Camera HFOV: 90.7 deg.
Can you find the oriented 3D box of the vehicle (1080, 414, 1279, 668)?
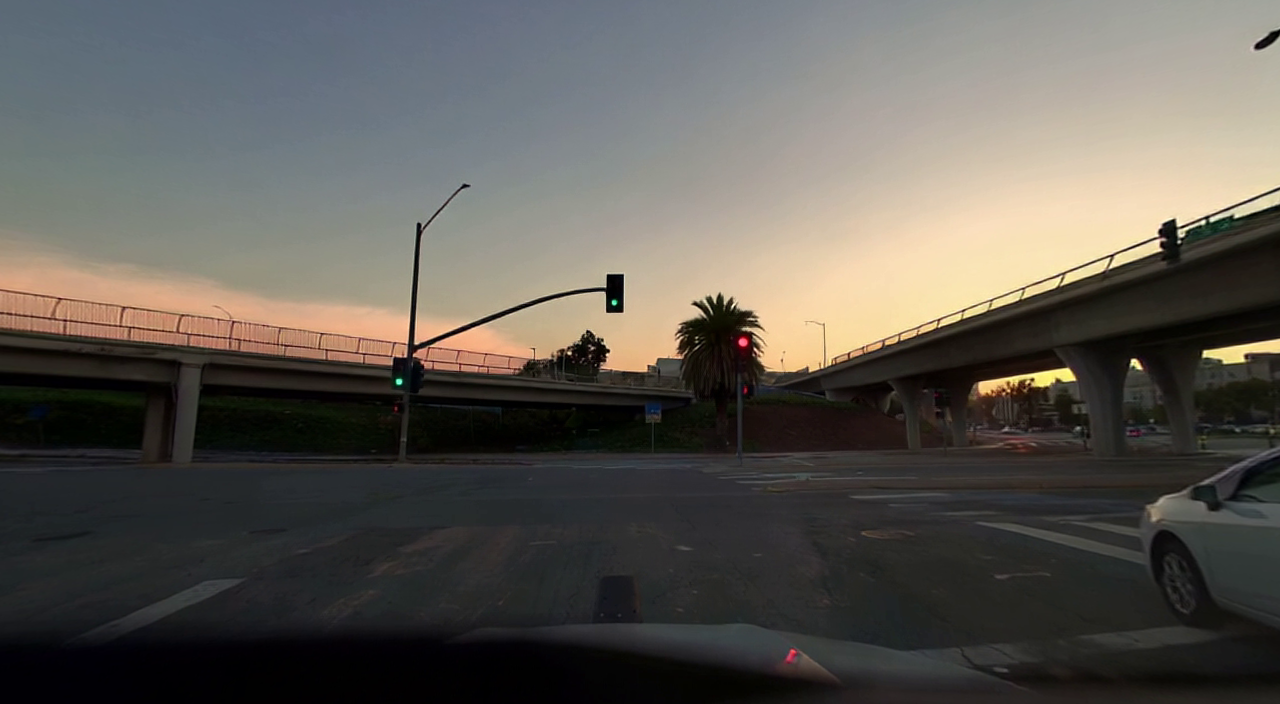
[{"bbox_3d":[4.713,1.080,3.510,1.959,1.485,4.628,-2,-9,11],"label":"vehicle"}]
